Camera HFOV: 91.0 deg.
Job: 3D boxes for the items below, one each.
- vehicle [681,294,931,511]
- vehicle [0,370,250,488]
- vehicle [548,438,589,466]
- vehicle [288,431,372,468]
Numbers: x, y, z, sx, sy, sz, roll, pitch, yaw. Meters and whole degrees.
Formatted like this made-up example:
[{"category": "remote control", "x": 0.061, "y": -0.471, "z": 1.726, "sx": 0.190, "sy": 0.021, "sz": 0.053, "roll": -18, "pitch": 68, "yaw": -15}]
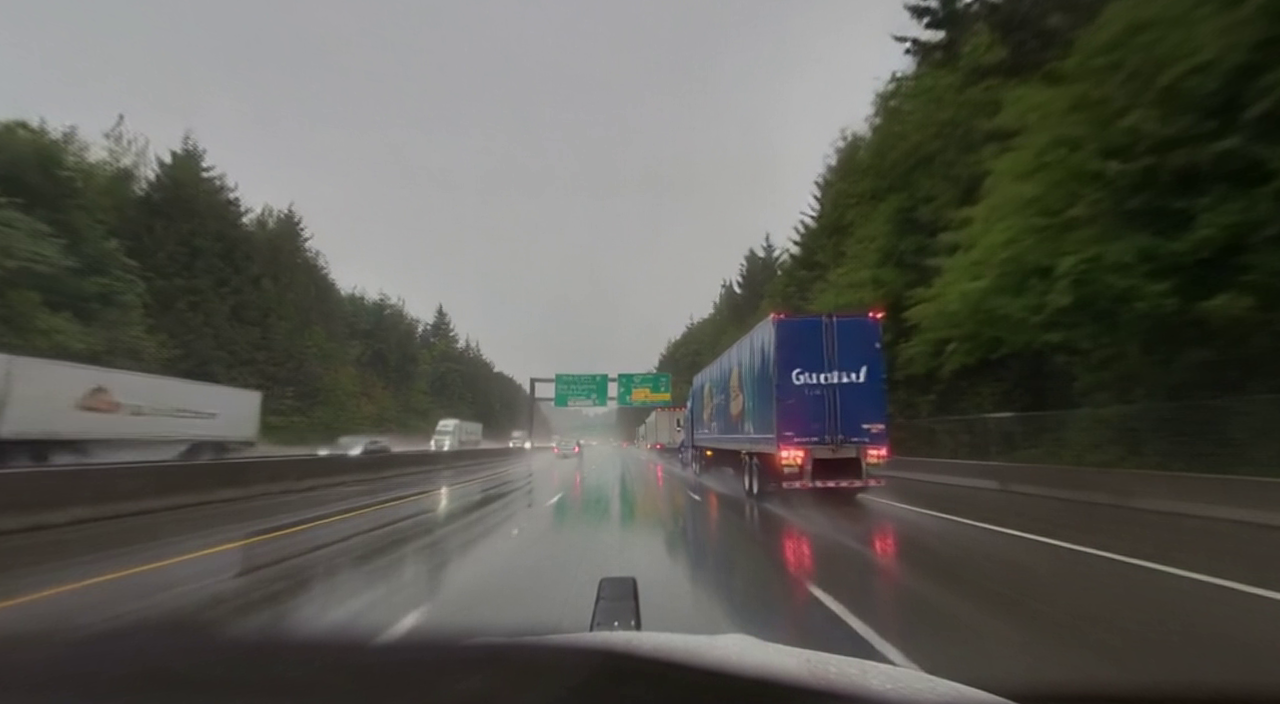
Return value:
[{"category": "vehicle", "x": 3.475, "y": 1.861, "z": 18.437, "sx": 3.116, "sy": 3.992, "sz": 13.748, "roll": 0, "pitch": -8, "yaw": -2}, {"category": "vehicle", "x": -20.386, "y": 3.017, "z": 23.697, "sx": 2.782, "sy": 3.431, "sz": 14.254, "roll": 0, "pitch": -8, "yaw": -2}, {"category": "vehicle", "x": -4.500, "y": 6.313, "z": 39.997, "sx": 2.206, "sy": 1.644, "sz": 4.027, "roll": 0, "pitch": -8, "yaw": -1}, {"category": "vehicle", "x": -13.582, "y": 4.297, "z": 27.839, "sx": 1.813, "sy": 1.506, "sz": 3.845, "roll": 0, "pitch": -8, "yaw": -1}]
